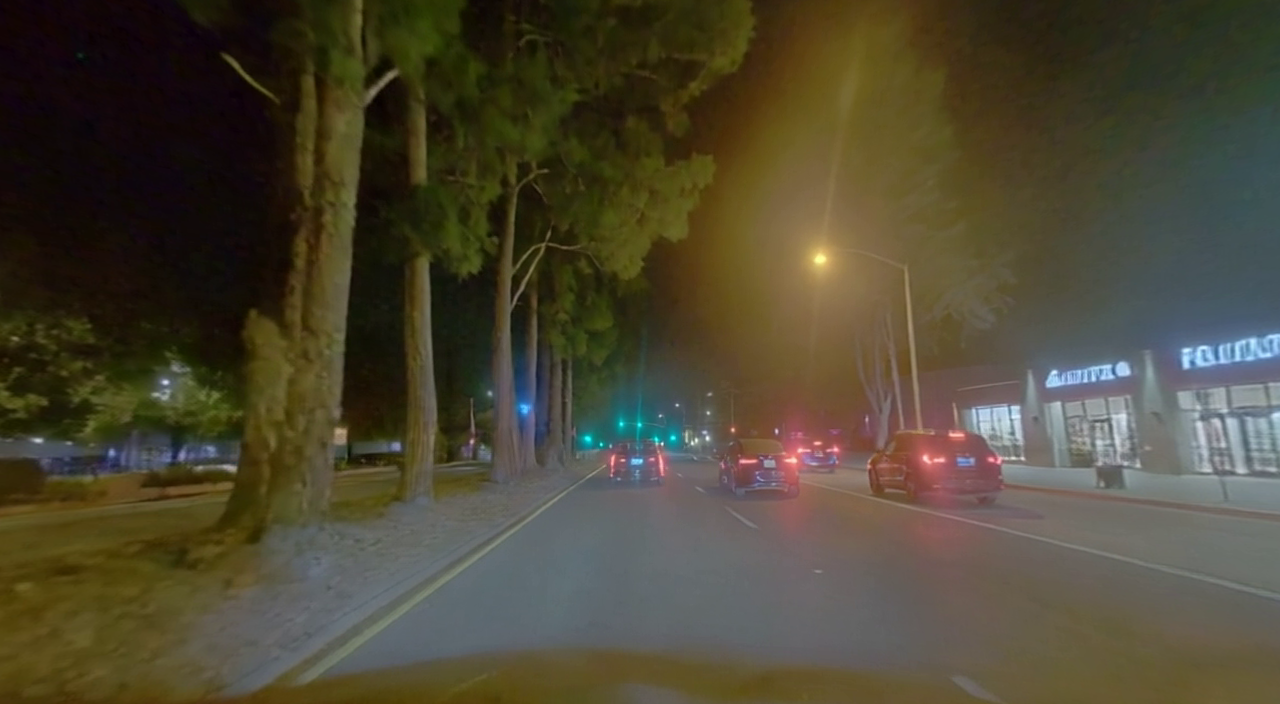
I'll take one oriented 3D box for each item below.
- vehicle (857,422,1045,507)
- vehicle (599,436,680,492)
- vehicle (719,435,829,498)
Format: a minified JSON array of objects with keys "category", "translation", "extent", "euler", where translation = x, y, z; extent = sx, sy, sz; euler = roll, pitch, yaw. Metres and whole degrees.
[{"category":"vehicle","translation":[7.226,2.671,15.433],"extent":[2.052,1.708,4.842],"euler":[0,-8,-1]},{"category":"vehicle","translation":[-0.037,3.237,18.585],"extent":[2.101,1.444,4.248],"euler":[0,-8,-1]},{"category":"vehicle","translation":[3.461,3.045,17.194],"extent":[1.993,1.477,4.240],"euler":[0,-8,-1]}]
